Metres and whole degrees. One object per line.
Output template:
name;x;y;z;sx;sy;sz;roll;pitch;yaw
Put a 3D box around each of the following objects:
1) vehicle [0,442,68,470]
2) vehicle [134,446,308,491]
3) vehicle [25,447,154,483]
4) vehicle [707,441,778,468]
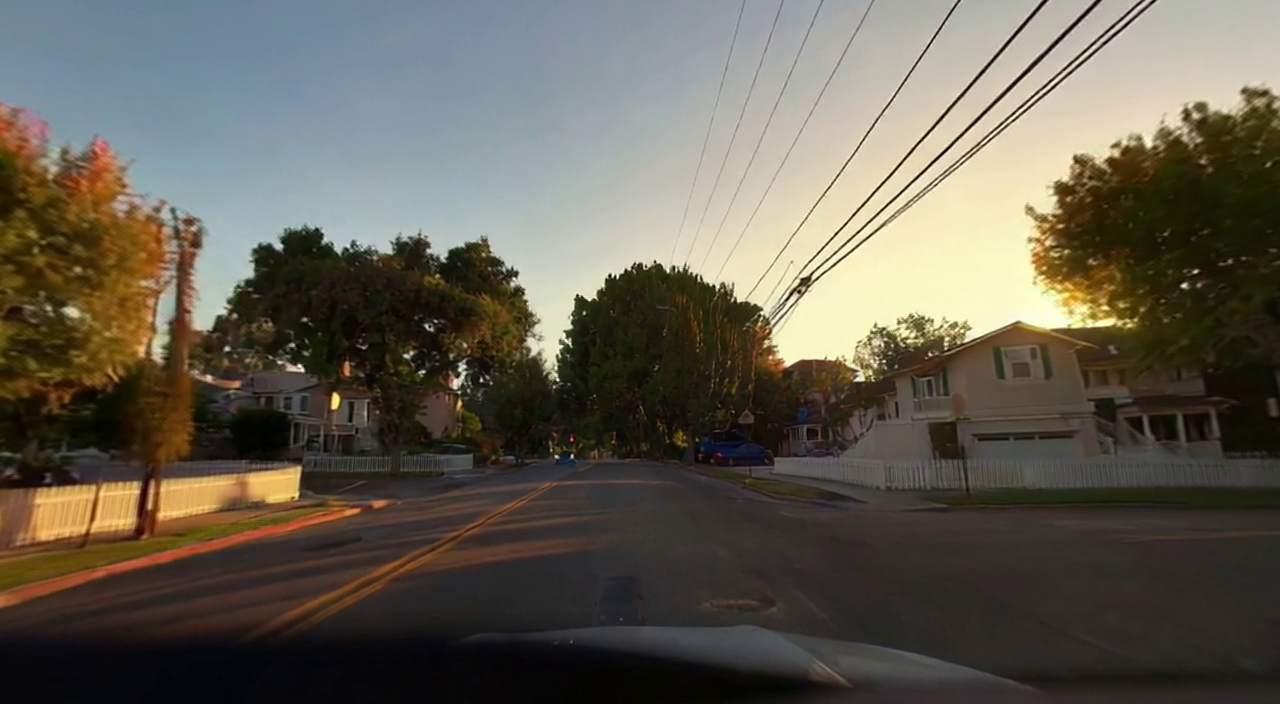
vehicle;-40.508;6.852;41.668;1.842;1.616;4.207;-3;-8;-3
vehicle;-14.795;4.114;22.514;4.751;1.459;1.996;-1;-8;-1
vehicle;-26.059;5.348;30.015;4.338;1.496;1.857;-1;-6;-2
vehicle;7.007;7.072;43.525;4.412;1.565;1.957;-3;-8;-1
